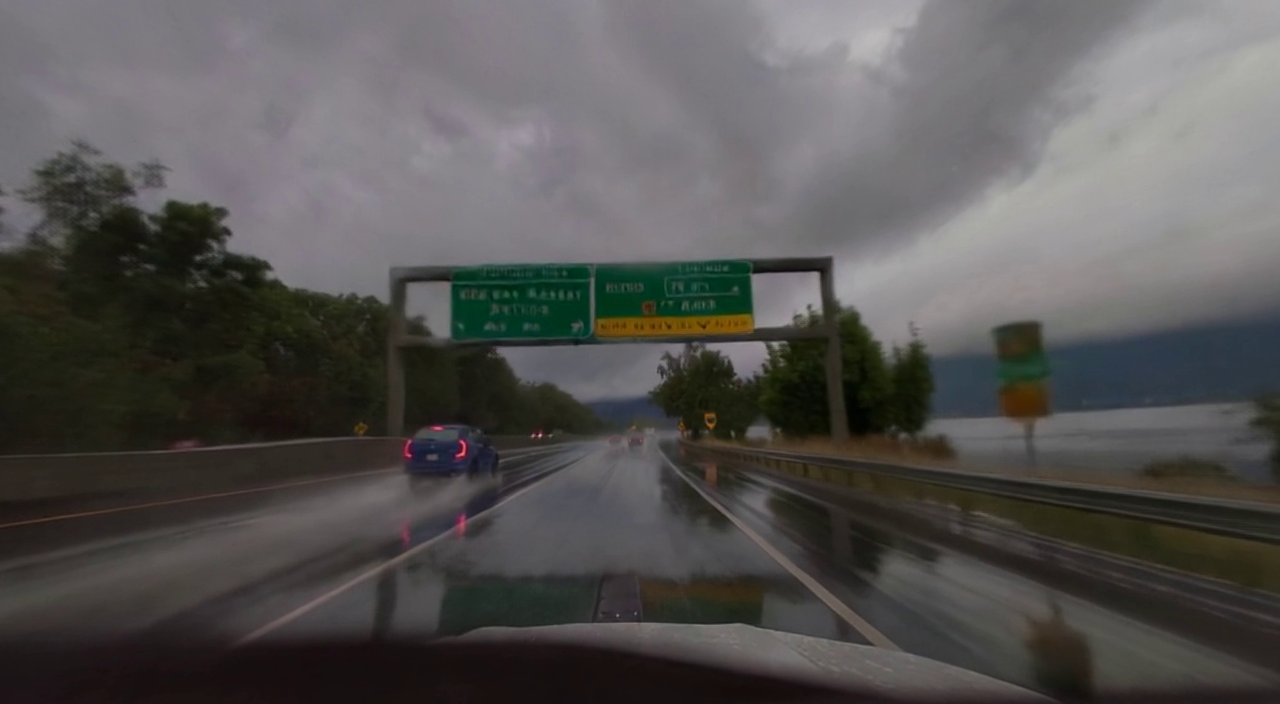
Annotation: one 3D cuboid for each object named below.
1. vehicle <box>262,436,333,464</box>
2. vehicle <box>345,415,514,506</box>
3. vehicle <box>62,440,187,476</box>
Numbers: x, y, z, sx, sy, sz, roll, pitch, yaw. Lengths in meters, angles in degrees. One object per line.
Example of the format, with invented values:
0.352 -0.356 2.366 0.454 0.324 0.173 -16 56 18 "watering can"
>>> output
-19.873 5.688 36.743 1.797 1.507 3.975 0 -8 1 "vehicle"
-4.217 2.236 13.540 2.052 1.626 4.514 0 -8 0 "vehicle"
-24.014 4.919 29.631 1.887 1.503 4.690 0 -8 0 "vehicle"
